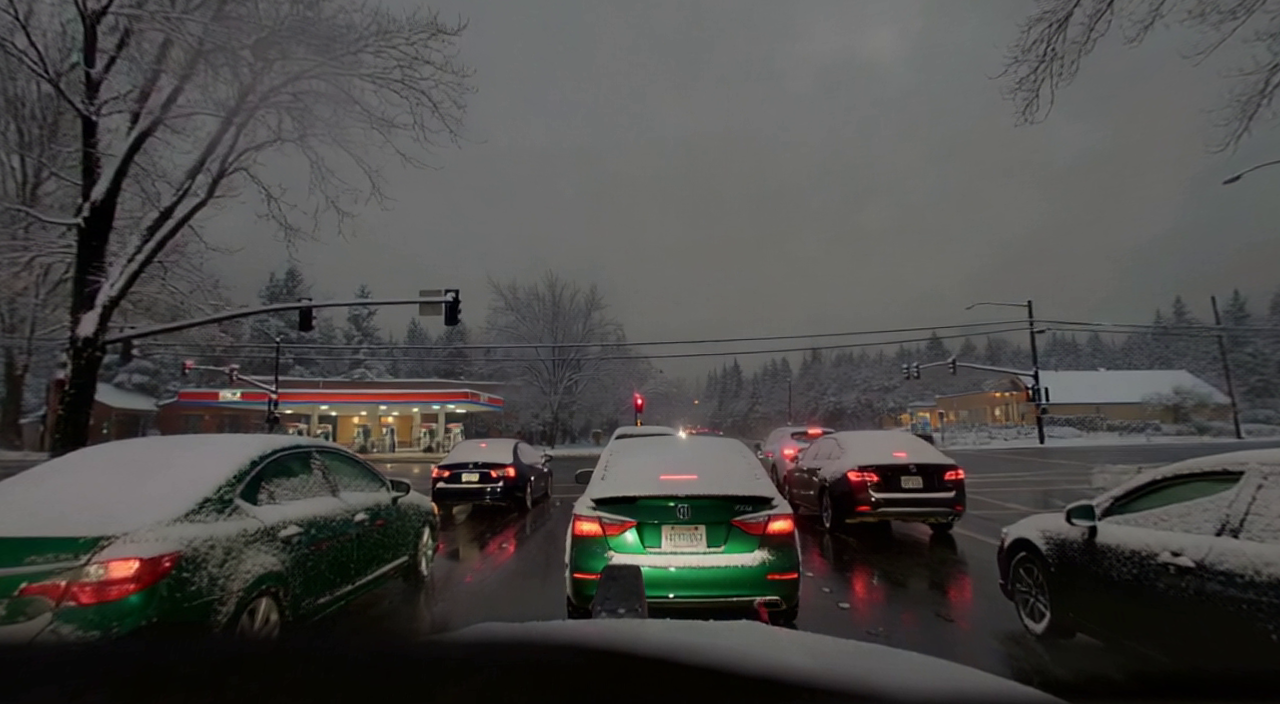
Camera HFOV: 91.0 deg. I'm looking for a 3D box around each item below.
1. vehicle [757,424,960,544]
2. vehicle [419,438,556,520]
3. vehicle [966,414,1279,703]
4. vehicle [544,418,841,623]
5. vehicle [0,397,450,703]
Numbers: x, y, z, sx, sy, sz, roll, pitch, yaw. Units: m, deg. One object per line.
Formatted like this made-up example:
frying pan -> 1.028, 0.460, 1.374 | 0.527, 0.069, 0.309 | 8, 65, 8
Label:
vehicle -> 3.386, 2.124, 10.755 | 1.947, 1.630, 4.127 | 0, -9, 0
vehicle -> -3.075, 2.640, 13.676 | 1.867, 1.474, 4.237 | 0, -9, 0
vehicle -> 4.170, 1.126, 3.579 | 1.950, 1.497, 4.686 | 0, -9, -3
vehicle -> 0.327, 1.582, 6.932 | 2.220, 1.507, 4.317 | 0, -9, -2
vehicle -> -3.017, 1.248, 4.597 | 1.887, 1.493, 4.255 | 0, -9, 0
